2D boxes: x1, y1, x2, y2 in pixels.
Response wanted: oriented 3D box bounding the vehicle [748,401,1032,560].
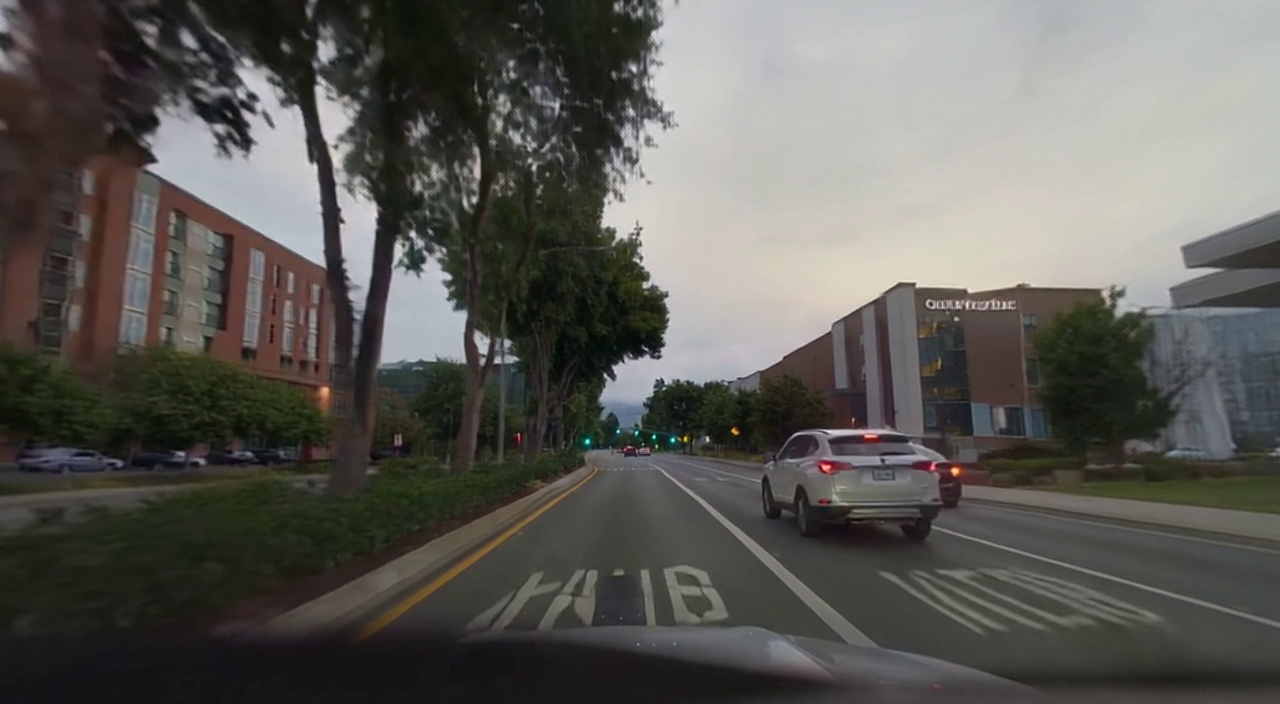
[{"bbox_3d":[3.587,1.998,10.572,2.505,1.971,5.162,0,-9,-1],"label":"vehicle"}]
